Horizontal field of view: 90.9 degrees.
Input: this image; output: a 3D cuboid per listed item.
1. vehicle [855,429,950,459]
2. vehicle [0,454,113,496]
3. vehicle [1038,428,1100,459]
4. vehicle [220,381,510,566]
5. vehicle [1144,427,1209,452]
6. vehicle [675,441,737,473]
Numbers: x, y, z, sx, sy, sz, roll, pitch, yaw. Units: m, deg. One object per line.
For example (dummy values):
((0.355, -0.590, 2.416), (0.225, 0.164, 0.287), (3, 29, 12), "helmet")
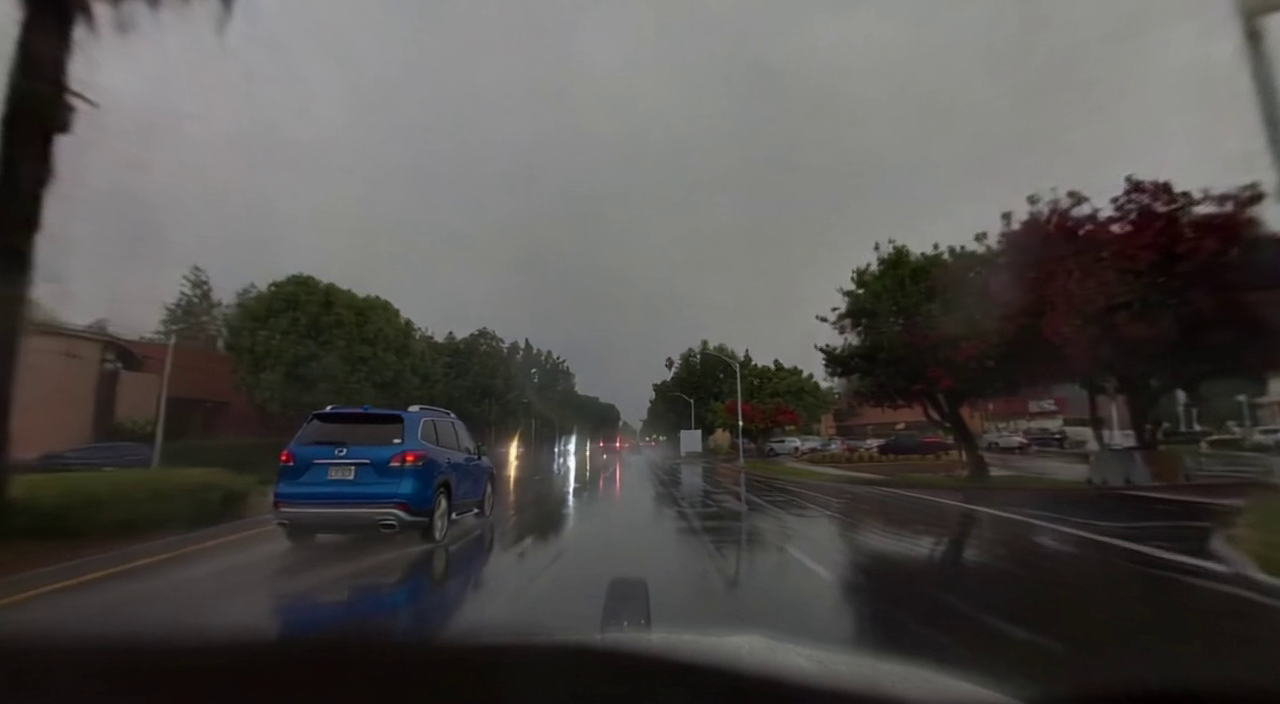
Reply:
((15.352, 5.412, 36.997), (4.705, 1.630, 1.887), (-8, -11, 41), "vehicle")
((-25.586, 5.228, 26.980), (4.238, 1.584, 1.949), (3, -9, -28), "vehicle")
((26.831, 5.762, 39.555), (1.993, 1.806, 4.813), (-3, -9, 20), "vehicle")
((-3.449, 1.644, 9.162), (2.152, 1.987, 4.527), (0, -9, 0), "vehicle")
((36.774, 6.010, 43.336), (1.982, 1.611, 4.314), (-4, -9, 21), "vehicle")
((3.256, 5.283, 31.952), (1.919, 1.472, 4.470), (1, -9, -10), "vehicle")
